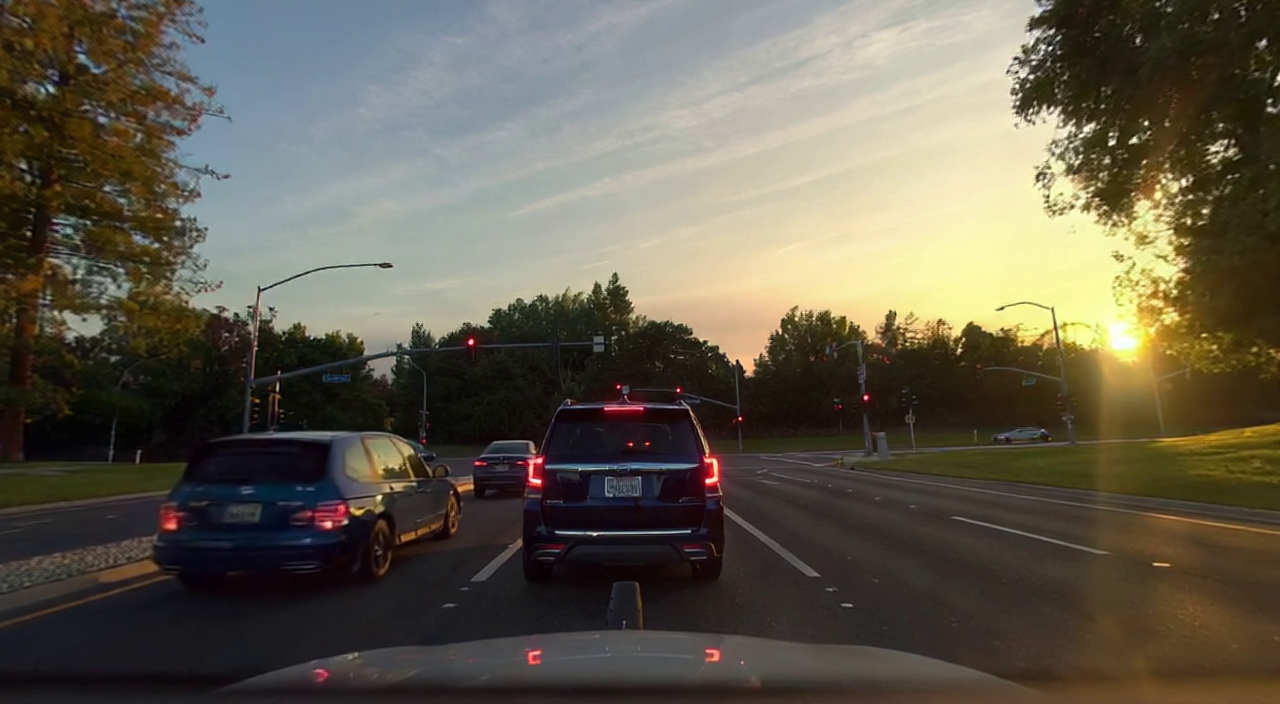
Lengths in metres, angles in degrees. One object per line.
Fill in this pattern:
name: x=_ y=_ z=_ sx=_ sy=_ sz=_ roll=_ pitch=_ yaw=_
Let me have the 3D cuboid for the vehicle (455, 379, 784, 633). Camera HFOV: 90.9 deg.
vehicle: x=-0.169 y=1.380 z=6.573 sx=2.298 sy=1.770 sz=4.138 roll=0 pitch=-8 yaw=-1

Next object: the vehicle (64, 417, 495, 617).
vehicle: x=-3.333 y=1.636 z=7.425 sx=2.061 sy=1.504 sz=5.142 roll=0 pitch=-8 yaw=0
